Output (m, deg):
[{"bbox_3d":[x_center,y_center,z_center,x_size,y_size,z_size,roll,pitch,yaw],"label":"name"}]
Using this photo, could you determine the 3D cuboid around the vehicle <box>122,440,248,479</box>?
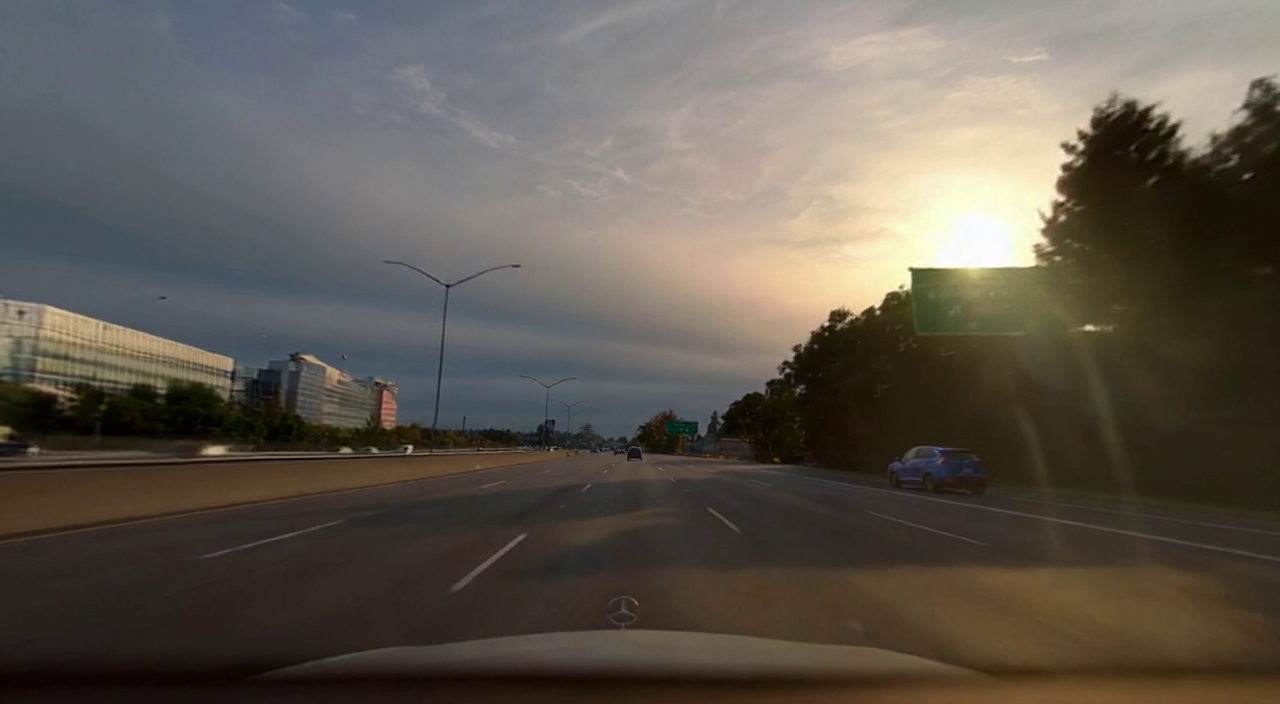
[{"bbox_3d":[-19.311,4.586,27.114,1.977,1.484,4.592,0,-9,0],"label":"vehicle"}]

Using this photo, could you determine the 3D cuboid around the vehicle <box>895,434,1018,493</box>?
[{"bbox_3d":[13.719,4.852,27.848,2.411,2.326,5.300,0,-9,-3],"label":"vehicle"}]
